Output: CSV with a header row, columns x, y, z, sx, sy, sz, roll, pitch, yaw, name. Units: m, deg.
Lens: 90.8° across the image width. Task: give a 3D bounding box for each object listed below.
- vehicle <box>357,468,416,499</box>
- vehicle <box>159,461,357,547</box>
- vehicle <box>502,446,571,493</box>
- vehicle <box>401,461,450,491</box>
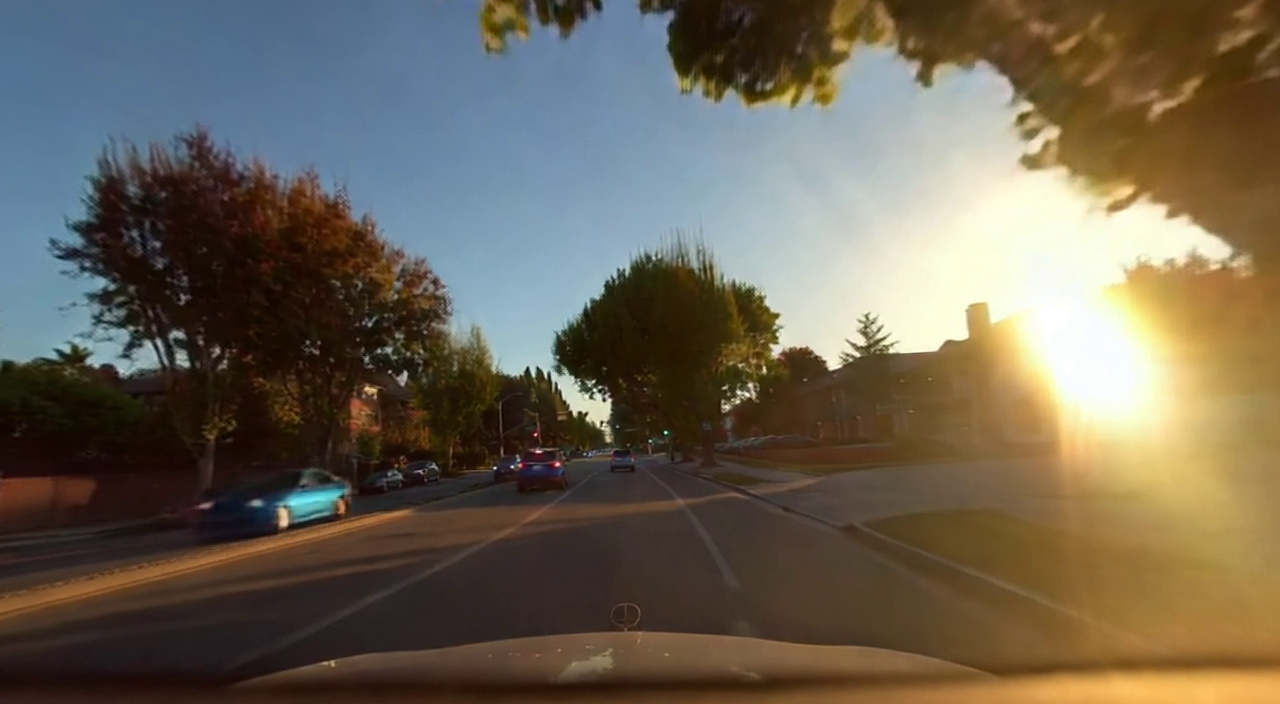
x,y,z,sx,sy,sz,roll,pitch,yaw,name
-15.459,8.027,38.851,1.880,1.476,4.715,-3,-9,-2,vehicle
-8.876,3.513,15.251,2.005,1.471,4.475,-5,-9,0,vehicle
-4.204,4.818,26.323,2.097,1.755,4.336,-1,-9,1,vehicle
-15.404,8.890,45.600,1.996,1.886,4.692,-3,-9,-1,vehicle
